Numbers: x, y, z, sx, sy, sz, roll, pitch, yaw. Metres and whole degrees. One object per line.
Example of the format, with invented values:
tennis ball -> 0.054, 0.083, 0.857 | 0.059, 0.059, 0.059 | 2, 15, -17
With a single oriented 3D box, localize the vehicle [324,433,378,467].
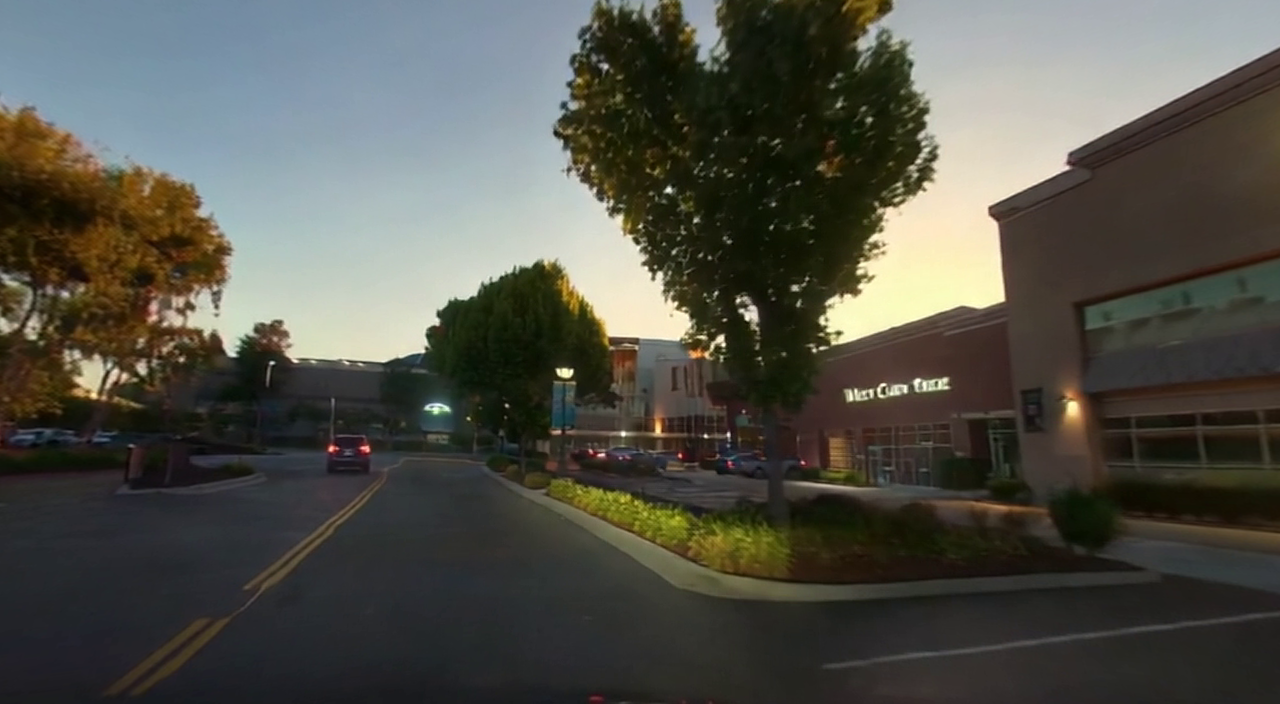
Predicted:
vehicle -> -16.369, 5.559, 36.010 | 2.180, 1.806, 4.541 | 3, -8, -18
